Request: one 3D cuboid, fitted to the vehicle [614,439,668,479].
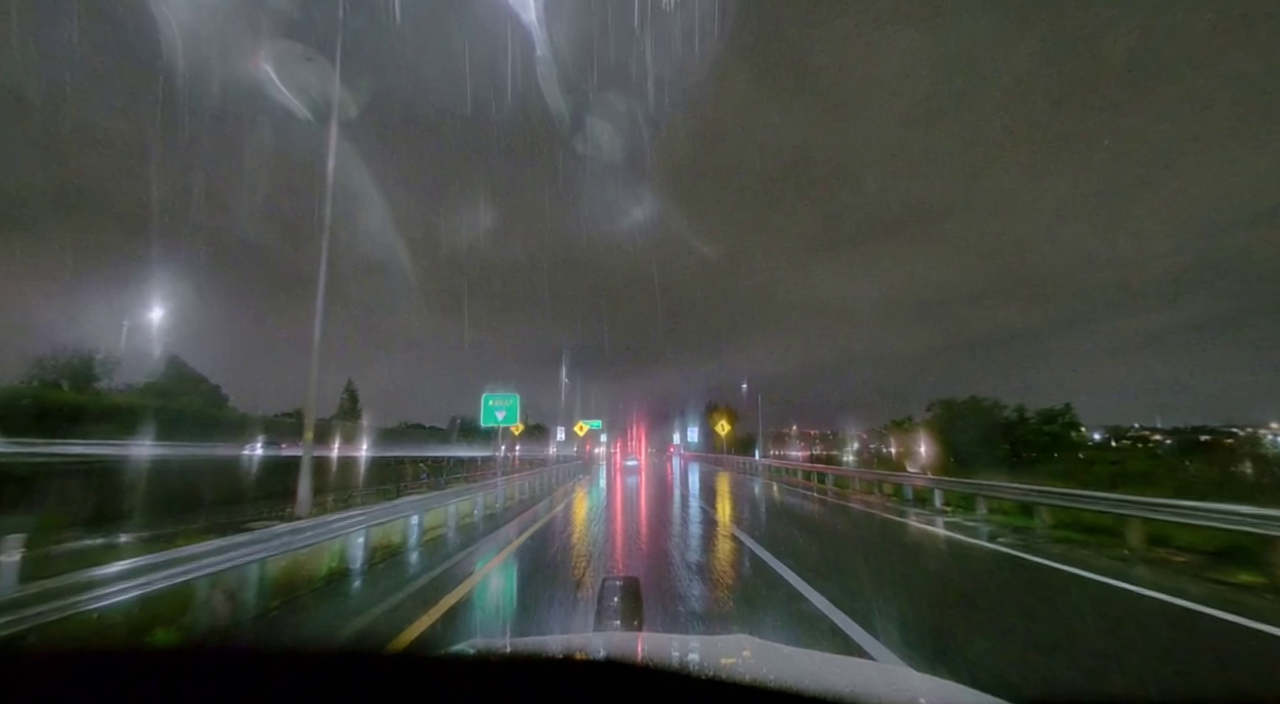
[{"bbox_3d":[0.021,4.281,25.262,2.006,1.486,3.950,0,-9,0],"label":"vehicle"}]
